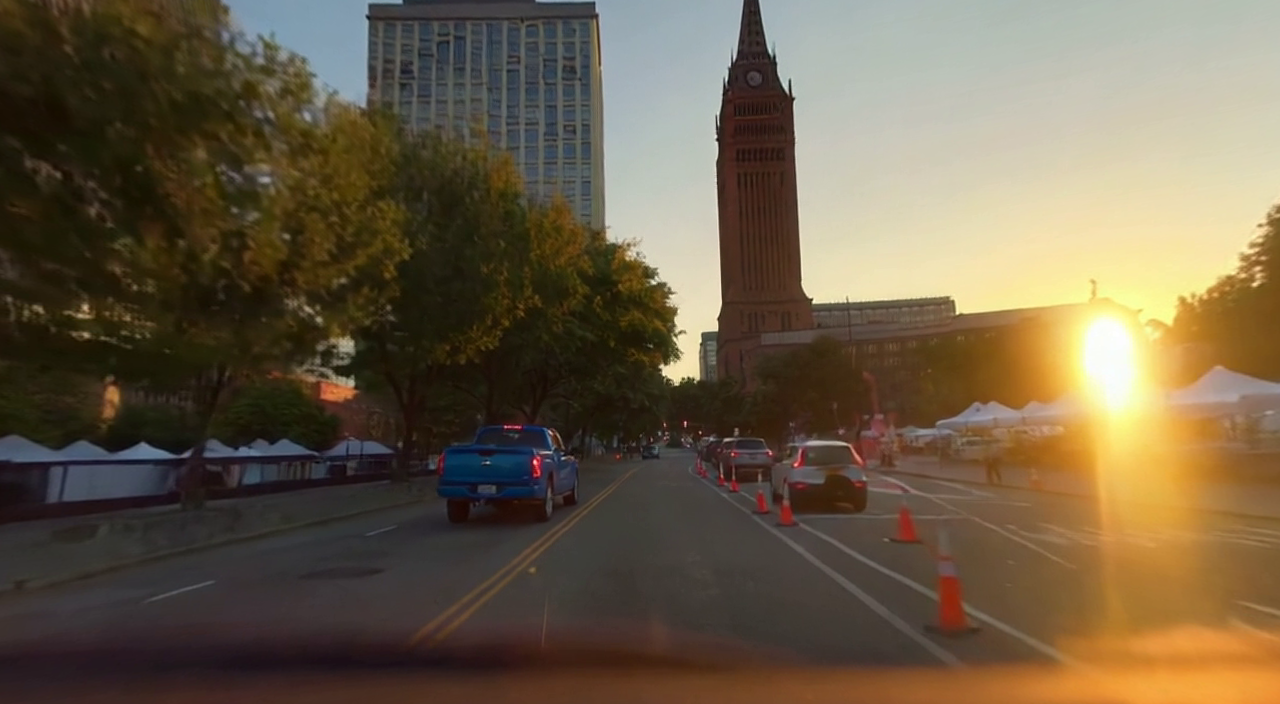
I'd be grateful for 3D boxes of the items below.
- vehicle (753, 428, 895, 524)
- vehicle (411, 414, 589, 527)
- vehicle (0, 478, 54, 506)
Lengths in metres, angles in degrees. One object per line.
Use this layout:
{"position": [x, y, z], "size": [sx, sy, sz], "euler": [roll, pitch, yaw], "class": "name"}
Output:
{"position": [3.508, 2.438, 12.903], "size": [2.023, 1.607, 4.225], "euler": [-2, -9, 6], "class": "vehicle"}
{"position": [-2.716, 2.530, 14.051], "size": [2.452, 1.954, 5.653], "euler": [-1, -9, 2], "class": "vehicle"}
{"position": [-46.109, 10.242, 46.151], "size": [1.970, 1.764, 4.948], "euler": [0, -9, -7], "class": "vehicle"}
